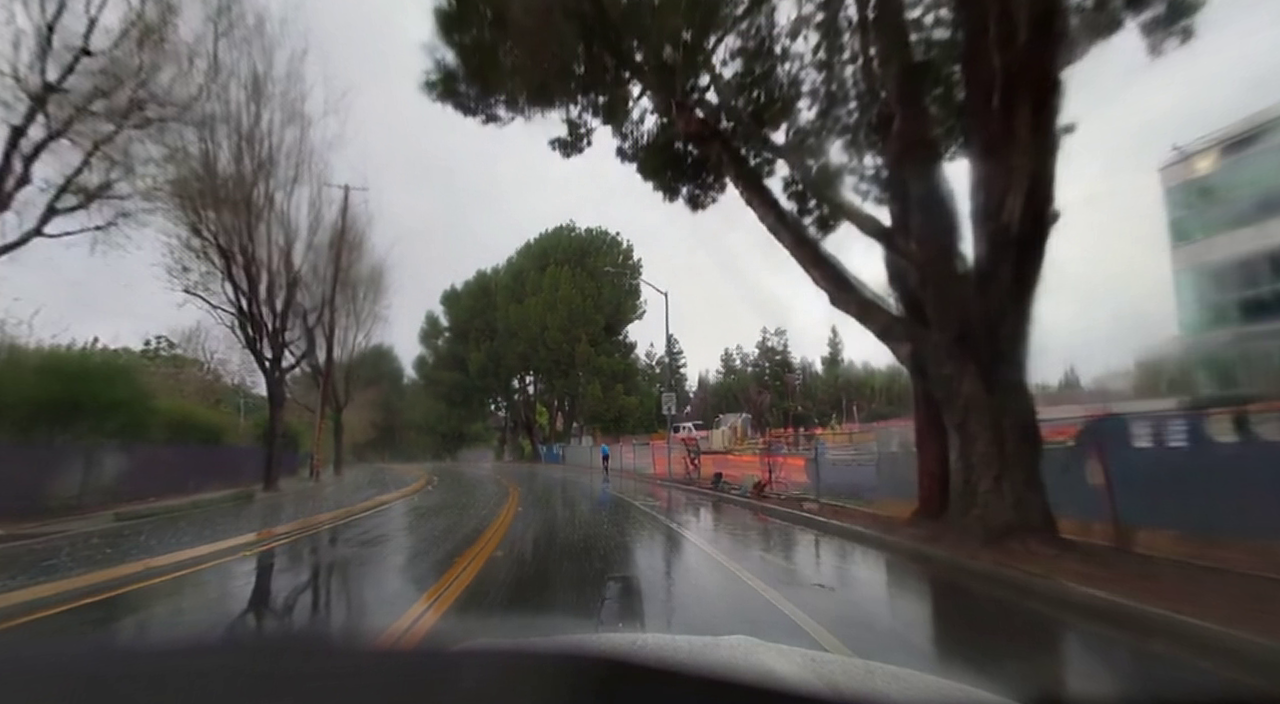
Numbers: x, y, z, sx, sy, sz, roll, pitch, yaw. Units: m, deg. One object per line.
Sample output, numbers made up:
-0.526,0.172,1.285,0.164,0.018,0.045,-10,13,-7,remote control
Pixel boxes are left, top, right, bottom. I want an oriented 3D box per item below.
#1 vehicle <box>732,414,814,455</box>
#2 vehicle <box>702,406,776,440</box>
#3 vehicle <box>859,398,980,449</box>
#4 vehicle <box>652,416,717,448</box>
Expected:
6.406,4.022,30.598,3.451,1.504,1.652,7,-12,-8,vehicle
5.958,4.314,38.223,3.916,1.765,1.785,-2,-8,-17,vehicle
8.635,2.302,19.853,1.635,1.445,3.563,1,-9,-11,vehicle
3.226,5.743,45.278,4.180,1.880,2.028,11,-11,-32,vehicle
